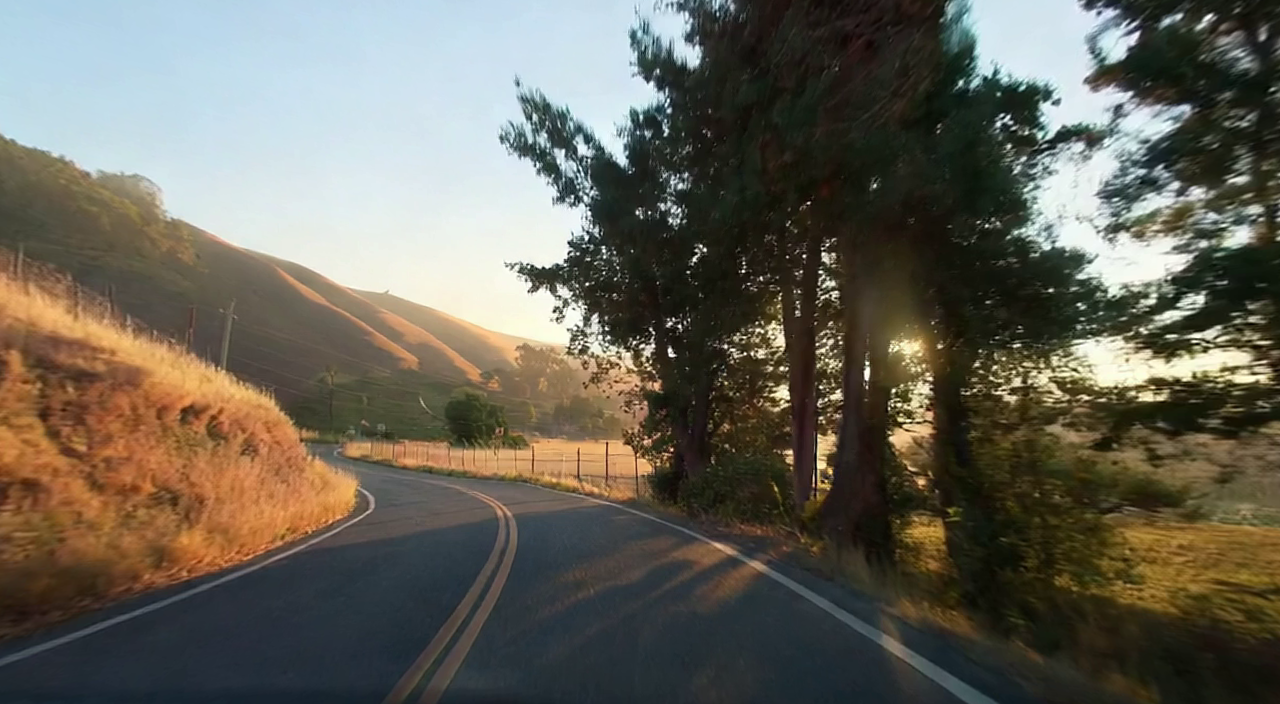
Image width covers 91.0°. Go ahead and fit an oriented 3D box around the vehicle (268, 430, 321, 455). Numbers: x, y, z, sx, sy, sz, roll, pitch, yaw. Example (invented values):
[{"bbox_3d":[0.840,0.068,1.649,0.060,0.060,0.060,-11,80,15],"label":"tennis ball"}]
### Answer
[{"bbox_3d":[-26.983,7.058,49.102,4.241,1.562,2.075,-3,-11,41],"label":"vehicle"}]
